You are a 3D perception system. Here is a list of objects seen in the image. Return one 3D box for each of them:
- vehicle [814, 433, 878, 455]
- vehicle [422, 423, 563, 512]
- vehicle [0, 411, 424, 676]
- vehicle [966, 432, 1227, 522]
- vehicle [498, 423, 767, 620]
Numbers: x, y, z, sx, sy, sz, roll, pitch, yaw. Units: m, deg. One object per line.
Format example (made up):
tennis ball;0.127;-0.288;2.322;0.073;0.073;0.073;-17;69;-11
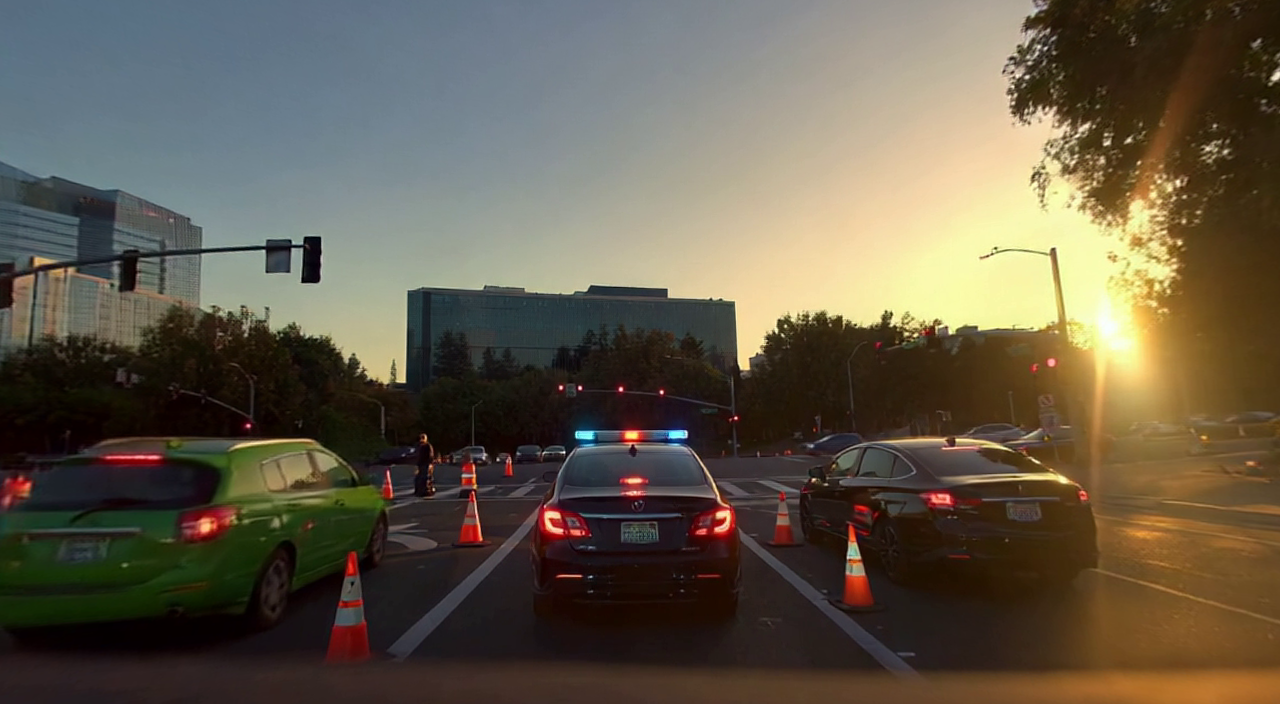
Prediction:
vehicle;16.053;7.160;49.186;4.211;1.659;1.983;1;-9;-6
vehicle;-3.300;2.710;15.216;2.096;1.789;4.719;-1;-9;2
vehicle;-3.620;1.412;5.727;1.863;1.526;4.006;0;-8;0
vehicle;9.356;2.579;13.575;1.957;1.576;4.670;0;-9;-3
vehicle;-0.114;1.626;7.071;2.061;1.486;4.332;0;-8;-2
